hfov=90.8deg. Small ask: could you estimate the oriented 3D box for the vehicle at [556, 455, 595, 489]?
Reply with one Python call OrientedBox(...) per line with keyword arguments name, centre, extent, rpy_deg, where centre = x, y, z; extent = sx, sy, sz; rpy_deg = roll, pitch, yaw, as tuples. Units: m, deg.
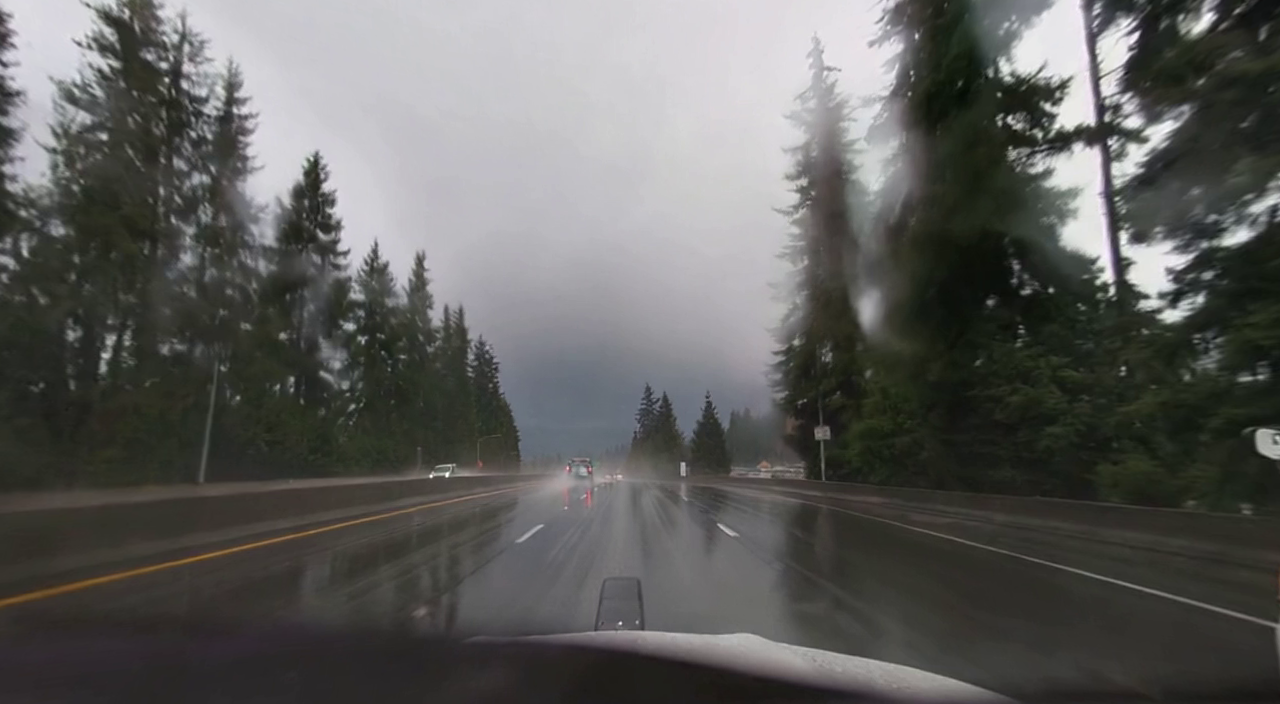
OrientedBox(name="vehicle", centre=(-4.591, 8.616, 45.802), extent=(2.323, 2.252, 4.808), rpy_deg=(0, -9, -1))
